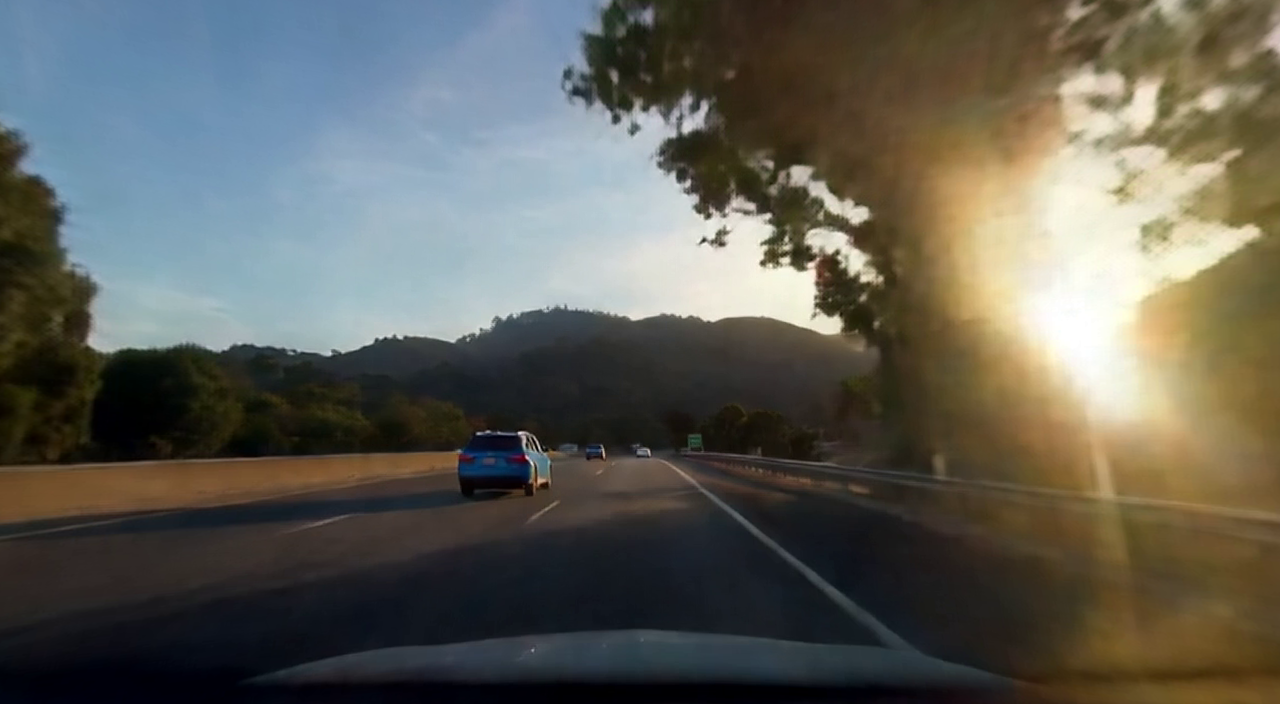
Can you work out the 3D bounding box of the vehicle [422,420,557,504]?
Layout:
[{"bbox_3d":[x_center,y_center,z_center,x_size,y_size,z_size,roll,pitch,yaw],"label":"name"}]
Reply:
[{"bbox_3d":[-3.425,2.612,15.390,2.138,1.718,4.415,0,-8,1],"label":"vehicle"}]
